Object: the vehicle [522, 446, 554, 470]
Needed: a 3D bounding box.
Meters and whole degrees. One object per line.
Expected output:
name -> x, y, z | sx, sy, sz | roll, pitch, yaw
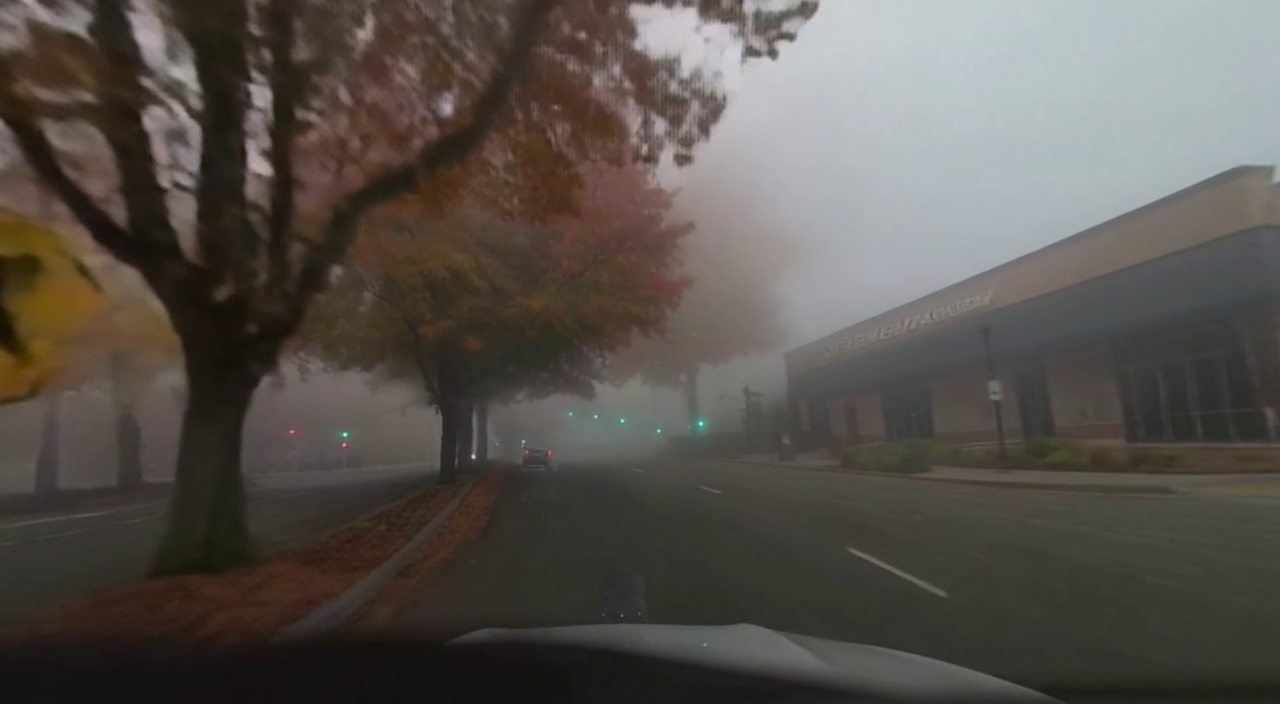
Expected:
vehicle -> -6.882, 7.128, 42.589 | 2.018, 1.512, 4.304 | 1, -9, -8
